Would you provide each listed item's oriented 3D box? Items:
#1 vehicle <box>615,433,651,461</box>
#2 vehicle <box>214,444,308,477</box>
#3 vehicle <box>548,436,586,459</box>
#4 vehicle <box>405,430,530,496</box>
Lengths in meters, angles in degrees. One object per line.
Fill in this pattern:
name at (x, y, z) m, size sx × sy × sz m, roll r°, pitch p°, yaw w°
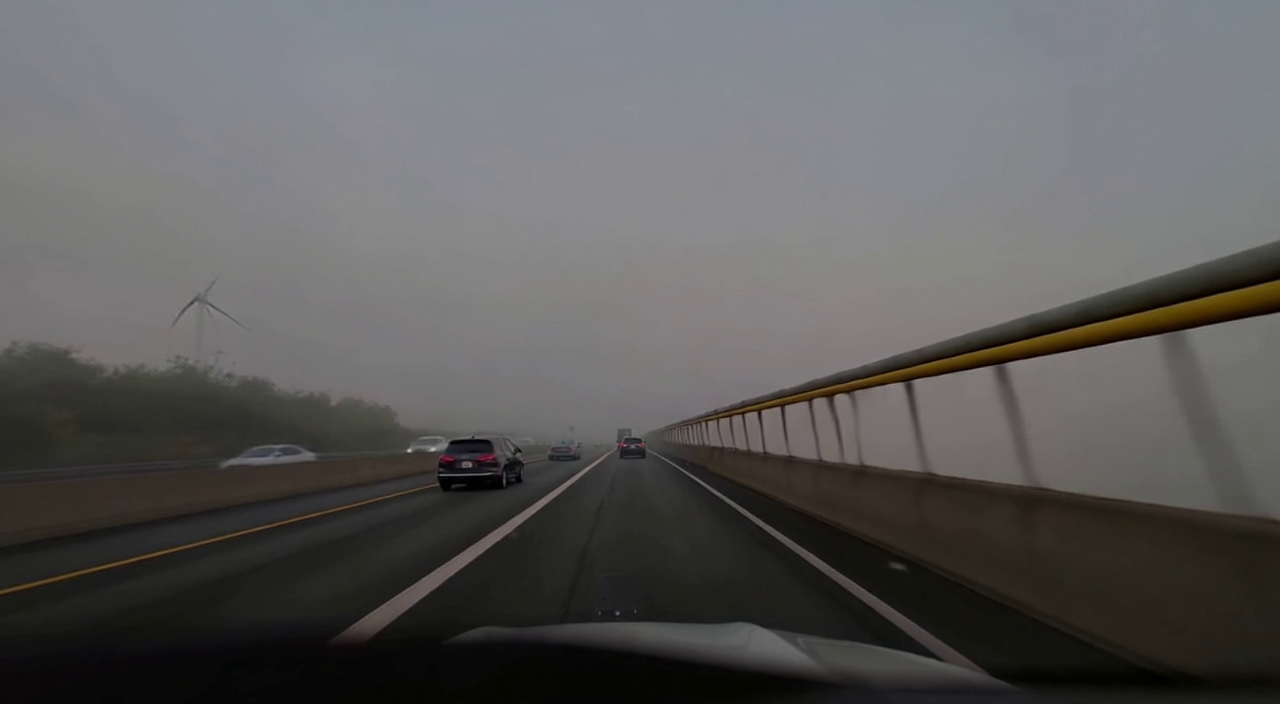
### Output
vehicle at (-0.444, 5.516, 36.811) m, size 2.027 × 1.550 × 3.607 m, roll 0°, pitch -8°, yaw -2°
vehicle at (-17.911, 5.111, 29.994) m, size 2.016 × 1.400 × 3.994 m, roll 0°, pitch -8°, yaw -1°
vehicle at (-4.706, 6.177, 40.892) m, size 2.059 × 1.436 × 3.802 m, roll 0°, pitch -8°, yaw -1°
vehicle at (-4.324, 2.841, 16.686) m, size 1.998 × 1.468 × 4.635 m, roll 0°, pitch -8°, yaw 0°
